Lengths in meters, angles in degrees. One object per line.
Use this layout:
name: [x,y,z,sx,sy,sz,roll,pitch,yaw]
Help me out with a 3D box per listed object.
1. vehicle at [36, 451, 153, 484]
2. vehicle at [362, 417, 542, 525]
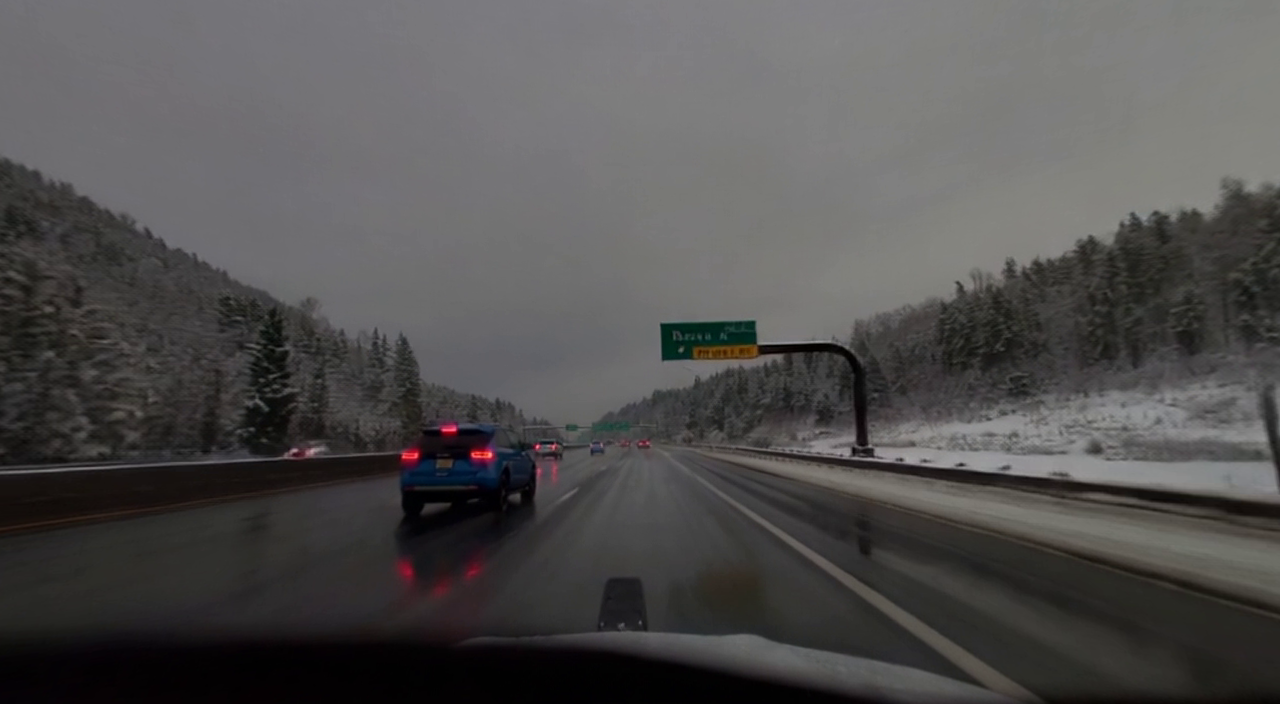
vehicle: [-28.246,5.969,32.902,1.795,1.482,4.774,-1,-8,0]
vehicle: [-3.390,2.232,12.453,2.138,1.718,4.415,-1,-8,1]
